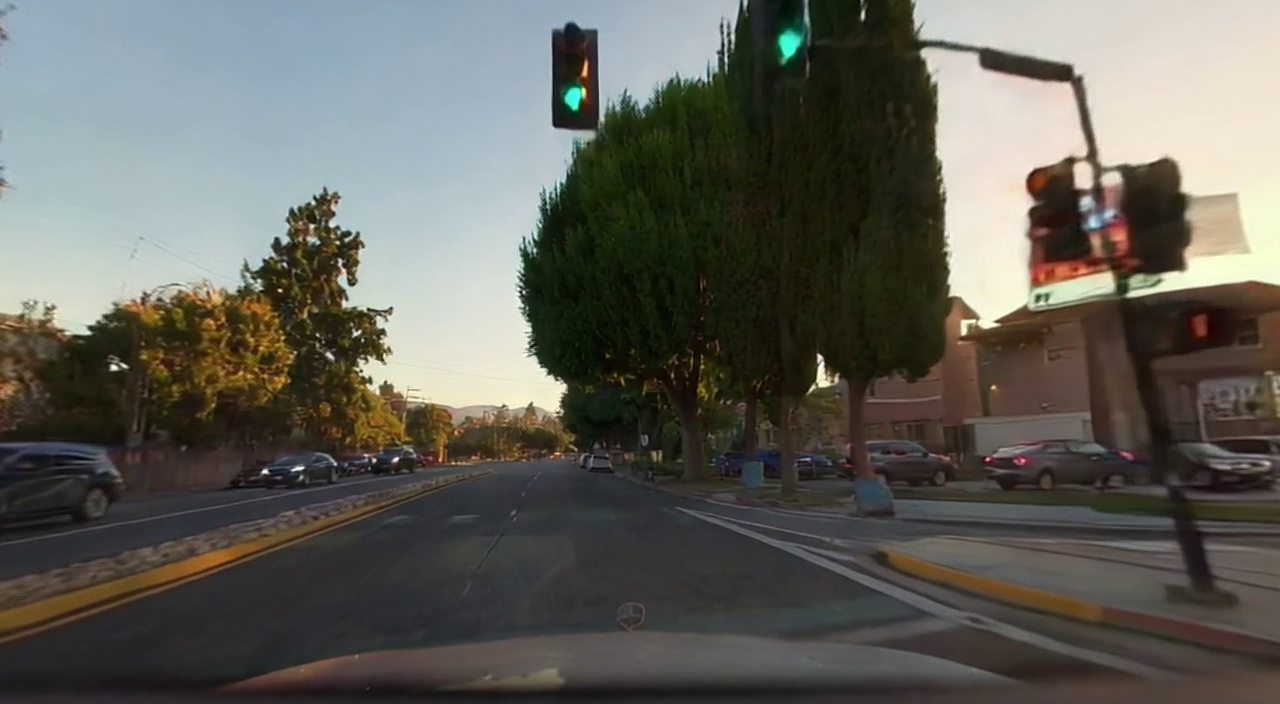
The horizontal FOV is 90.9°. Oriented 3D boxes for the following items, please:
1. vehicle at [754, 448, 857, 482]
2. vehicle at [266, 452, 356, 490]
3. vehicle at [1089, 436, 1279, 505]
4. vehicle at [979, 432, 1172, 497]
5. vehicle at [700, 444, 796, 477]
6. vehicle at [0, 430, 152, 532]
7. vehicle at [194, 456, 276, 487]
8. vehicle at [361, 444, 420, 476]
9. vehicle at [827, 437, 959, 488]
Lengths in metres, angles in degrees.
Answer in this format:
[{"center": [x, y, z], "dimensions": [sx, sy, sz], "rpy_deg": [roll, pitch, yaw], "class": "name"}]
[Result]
[{"center": [7.614, 5.176, 29.118], "dimensions": [4.257, 1.474, 1.751], "rpy_deg": [2, -9, -14], "class": "vehicle"}, {"center": [-14.305, 5.159, 27.716], "dimensions": [1.951, 1.436, 4.624], "rpy_deg": [1, -9, -7], "class": "vehicle"}, {"center": [14.899, 3.108, 16.861], "dimensions": [4.375, 1.685, 2.045], "rpy_deg": [1, -9, -9], "class": "vehicle"}, {"center": [13.620, 3.464, 19.759], "dimensions": [5.314, 1.829, 2.018], "rpy_deg": [3, -9, -18], "class": "vehicle"}, {"center": [6.002, 6.018, 35.165], "dimensions": [4.843, 1.748, 1.985], "rpy_deg": [1, -9, -11], "class": "vehicle"}, {"center": [-12.751, 2.540, 12.742], "dimensions": [2.049, 1.817, 5.292], "rpy_deg": [1, -9, -8], "class": "vehicle"}, {"center": [-22.406, 6.598, 35.096], "dimensions": [2.019, 1.471, 4.600], "rpy_deg": [1, -9, -8], "class": "vehicle"}, {"center": [-16.738, 7.216, 42.648], "dimensions": [2.228, 1.976, 5.857], "rpy_deg": [1, -9, -7], "class": "vehicle"}, {"center": [9.619, 4.136, 23.936], "dimensions": [4.669, 1.770, 1.896], "rpy_deg": [4, -10, -25], "class": "vehicle"}]
